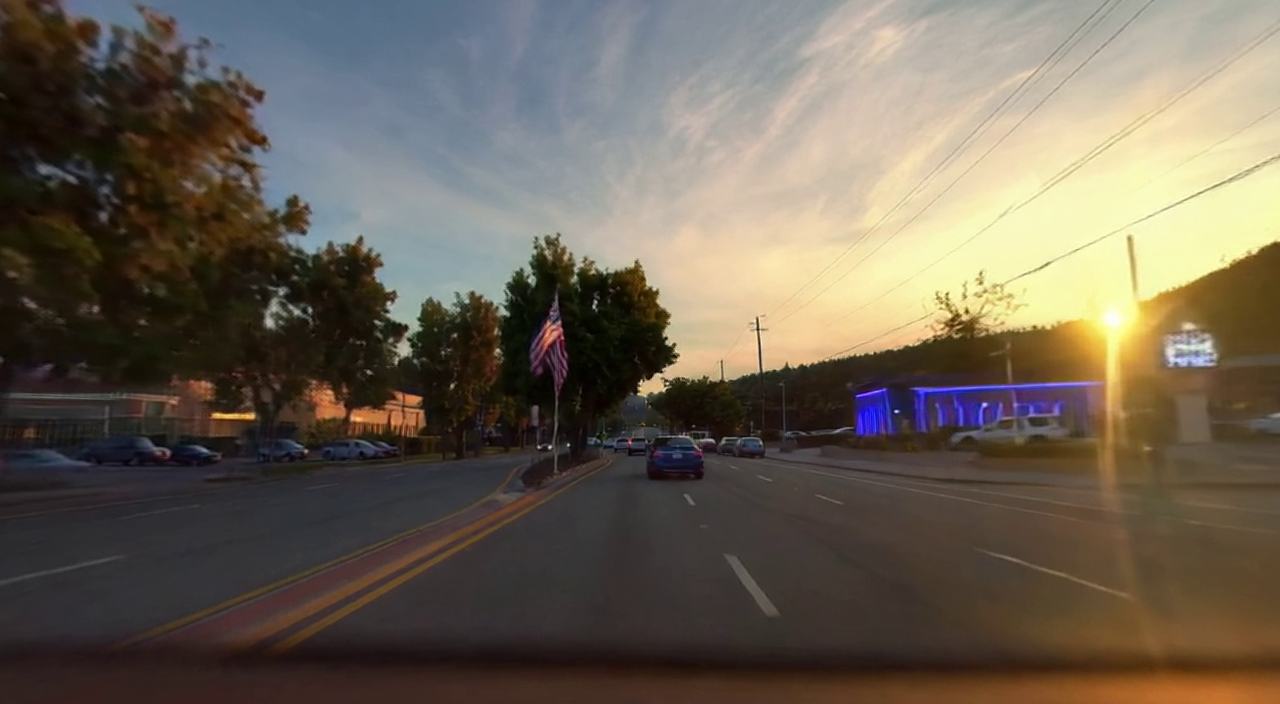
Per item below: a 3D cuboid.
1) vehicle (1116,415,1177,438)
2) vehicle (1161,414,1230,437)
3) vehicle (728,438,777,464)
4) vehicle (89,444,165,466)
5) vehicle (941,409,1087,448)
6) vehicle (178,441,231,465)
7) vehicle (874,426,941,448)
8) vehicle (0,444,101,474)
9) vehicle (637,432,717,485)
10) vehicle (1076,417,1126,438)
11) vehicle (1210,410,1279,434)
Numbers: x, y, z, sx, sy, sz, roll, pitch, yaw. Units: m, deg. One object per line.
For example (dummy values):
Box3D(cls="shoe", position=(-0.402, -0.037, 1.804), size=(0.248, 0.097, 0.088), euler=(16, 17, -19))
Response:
Box3D(cls="vehicle", position=(35.582, 5.288, 44.395), size=(1.847, 1.424, 4.455), euler=(-3, -9, 19))
Box3D(cls="vehicle", position=(38.197, 5.094, 43.441), size=(1.864, 1.432, 4.186), euler=(-3, -9, 16))
Box3D(cls="vehicle", position=(6.761, 5.979, 38.324), size=(2.016, 1.479, 4.532), euler=(0, -8, -1))
Box3D(cls="vehicle", position=(-37.240, 7.478, 45.865), size=(1.734, 1.425, 4.447), euler=(0, -7, 1))
Box3D(cls="vehicle", position=(19.517, 4.051, 33.123), size=(6.173, 1.962, 2.208), euler=(0, -9, 0))
Box3D(cls="vehicle", position=(-32.300, 7.426, 46.686), size=(5.148, 1.674, 2.163), euler=(-8, -11, 44))
Box3D(cls="vehicle", position=(19.798, 6.307, 46.801), size=(4.059, 1.563, 1.995), euler=(1, -8, -2))
Box3D(cls="vehicle", position=(-33.623, 6.025, 35.653), size=(4.214, 1.609, 2.092), euler=(0, -8, -2))
Box3D(cls="vehicle", position=(1.019, 3.356, 20.152), size=(2.091, 1.472, 4.697), euler=(0, -8, -2))
Box3D(cls="vehicle", position=(33.164, 5.475, 45.420), size=(1.798, 1.409, 3.938), euler=(-3, -9, 20))
Box3D(cls="vehicle", position=(40.859, 4.732, 42.417), size=(1.920, 1.478, 4.241), euler=(-2, -9, 16))
